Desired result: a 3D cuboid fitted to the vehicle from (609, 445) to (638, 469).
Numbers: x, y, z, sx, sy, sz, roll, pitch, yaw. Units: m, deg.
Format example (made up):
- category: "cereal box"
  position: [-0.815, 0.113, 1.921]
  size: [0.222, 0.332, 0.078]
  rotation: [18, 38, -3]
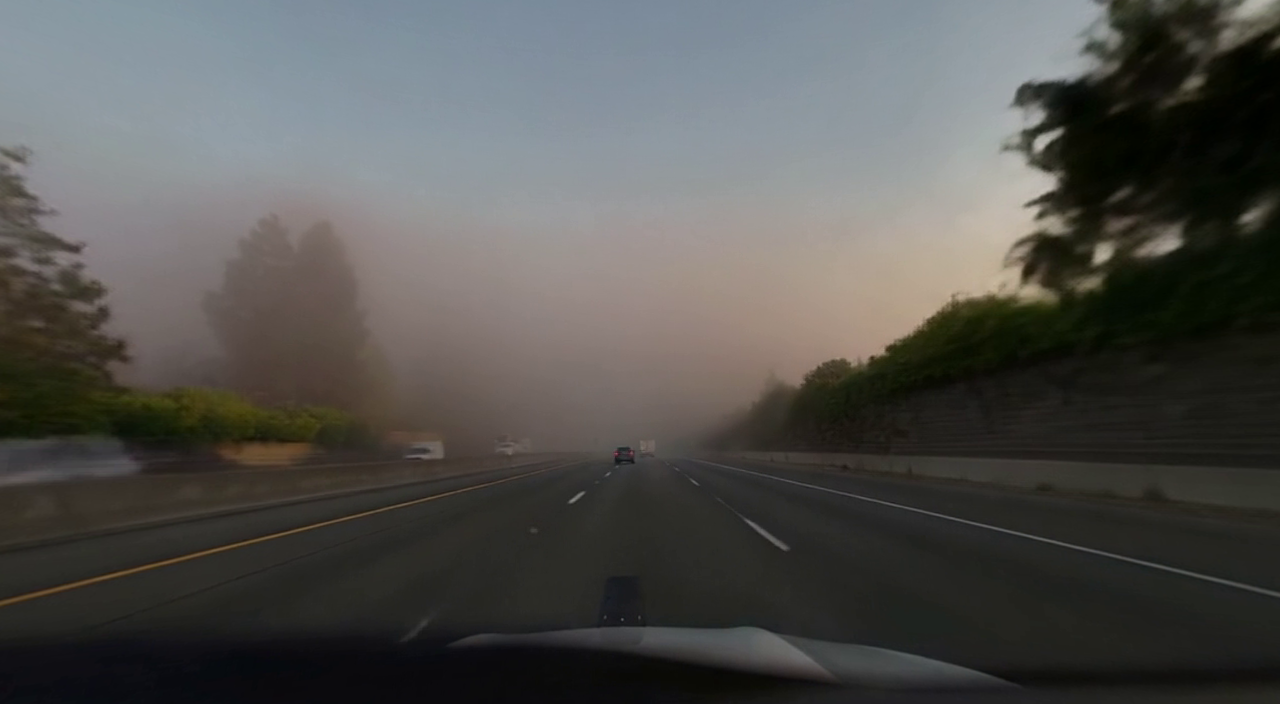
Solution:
- category: "vehicle"
  position: [-1.128, 7.337, 44.174]
  size: [1.873, 1.529, 3.953]
  rotation: [0, -9, 0]
